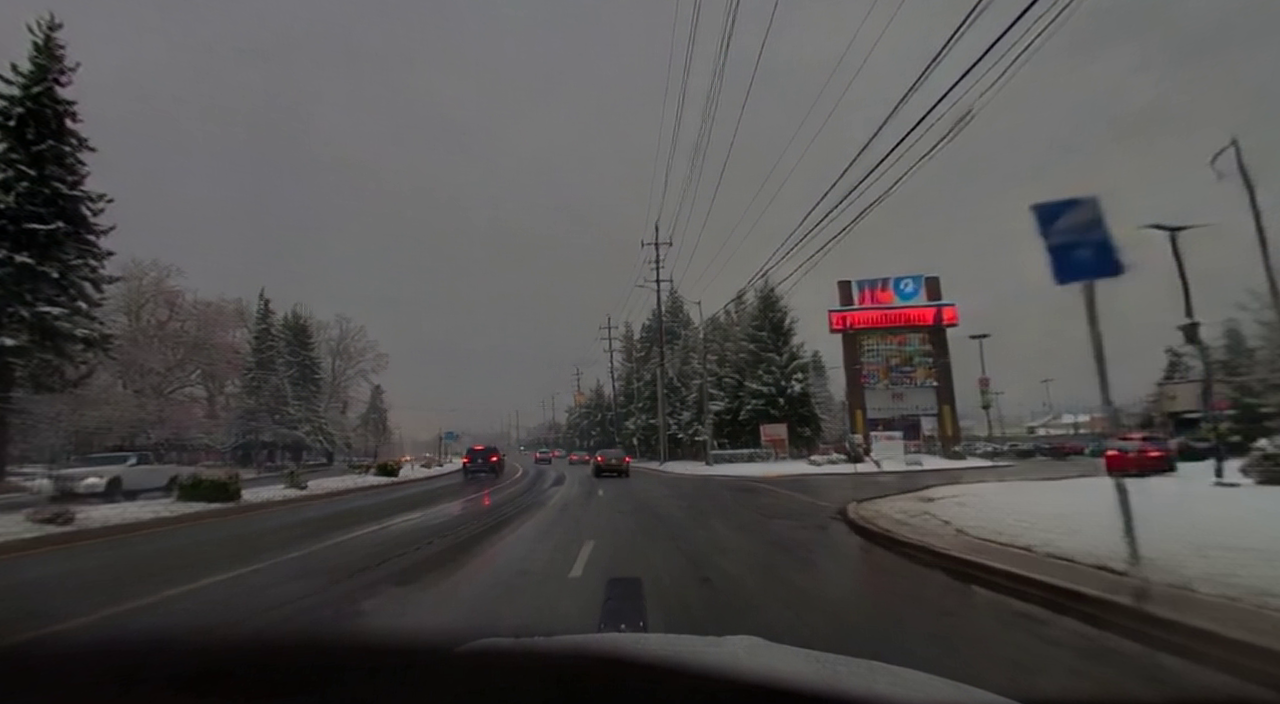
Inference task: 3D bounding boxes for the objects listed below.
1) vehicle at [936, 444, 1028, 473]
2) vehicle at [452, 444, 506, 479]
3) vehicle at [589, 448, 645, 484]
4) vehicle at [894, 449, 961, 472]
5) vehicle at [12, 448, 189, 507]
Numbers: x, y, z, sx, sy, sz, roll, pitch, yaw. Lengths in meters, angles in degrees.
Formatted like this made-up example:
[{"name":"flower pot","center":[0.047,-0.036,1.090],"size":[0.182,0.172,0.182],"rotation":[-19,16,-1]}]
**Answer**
[{"name":"vehicle","center":[21.743,6.787,40.256],"size":[4.834,1.495,1.785],"rotation":[2,-9,6]},{"name":"vehicle","center":[-8.594,5.881,34.116],"size":[2.195,1.752,4.515],"rotation":[1,-9,-7]},{"name":"vehicle","center":[-1.123,5.111,28.723],"size":[2.130,1.476,4.453],"rotation":[1,-9,-7]},{"name":"vehicle","center":[22.685,8.574,49.905],"size":[4.350,1.447,1.696],"rotation":[-5,-10,7]},{"name":"vehicle","center":[-20.747,4.784,24.749],"size":[2.258,1.960,5.783],"rotation":[1,-9,-6]}]
